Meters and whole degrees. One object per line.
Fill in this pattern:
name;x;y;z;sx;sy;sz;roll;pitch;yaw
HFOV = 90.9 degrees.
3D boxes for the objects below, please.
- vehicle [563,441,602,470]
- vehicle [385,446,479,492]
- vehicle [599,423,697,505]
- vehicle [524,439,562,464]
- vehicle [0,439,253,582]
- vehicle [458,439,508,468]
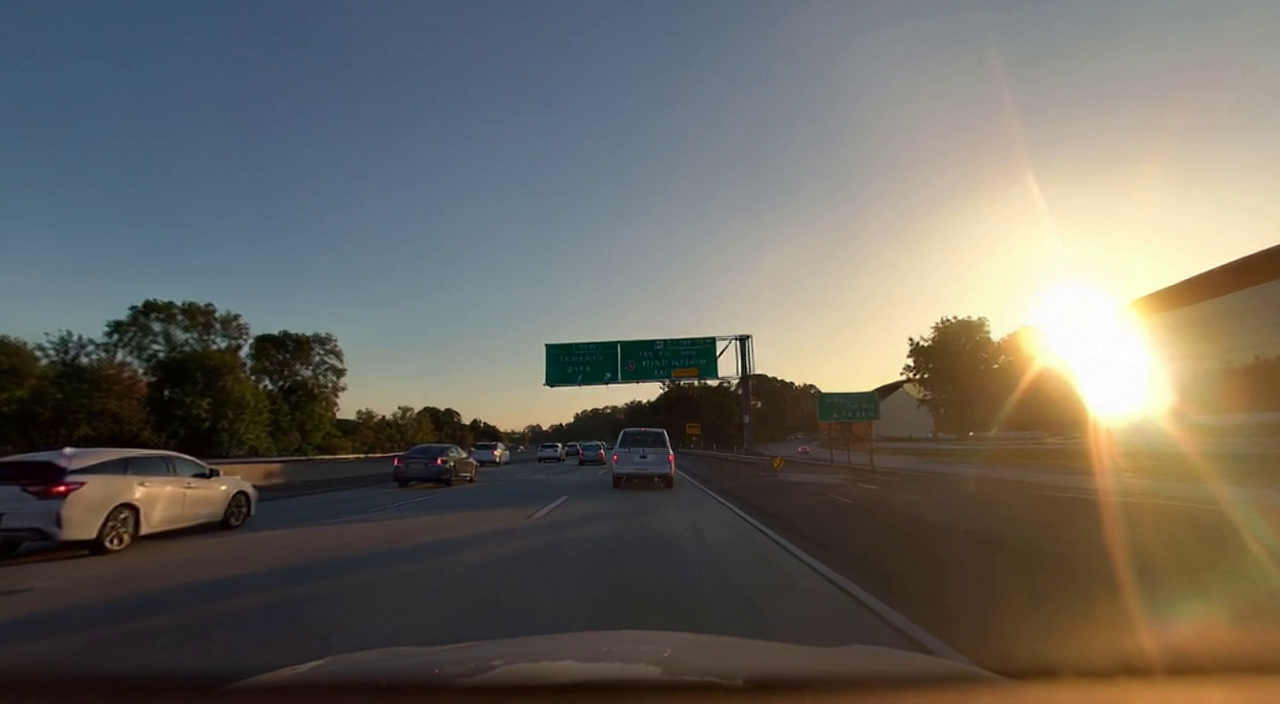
vehicle;-3.414;6.256;38.297;1.952;1.649;4.131;0;-9;1
vehicle;-7.267;4.108;22.508;1.869;1.466;4.217;0;-9;1
vehicle;0.182;2.774;15.948;2.152;1.779;3.924;0;-9;0
vehicle;-7.455;7.713;48.963;2.106;1.816;4.936;0;-9;0
vehicle;-7.505;1.925;8.447;1.864;1.458;4.295;0;-9;0
vehicle;-11.223;7.291;45.539;2.157;1.941;5.544;0;-9;0
